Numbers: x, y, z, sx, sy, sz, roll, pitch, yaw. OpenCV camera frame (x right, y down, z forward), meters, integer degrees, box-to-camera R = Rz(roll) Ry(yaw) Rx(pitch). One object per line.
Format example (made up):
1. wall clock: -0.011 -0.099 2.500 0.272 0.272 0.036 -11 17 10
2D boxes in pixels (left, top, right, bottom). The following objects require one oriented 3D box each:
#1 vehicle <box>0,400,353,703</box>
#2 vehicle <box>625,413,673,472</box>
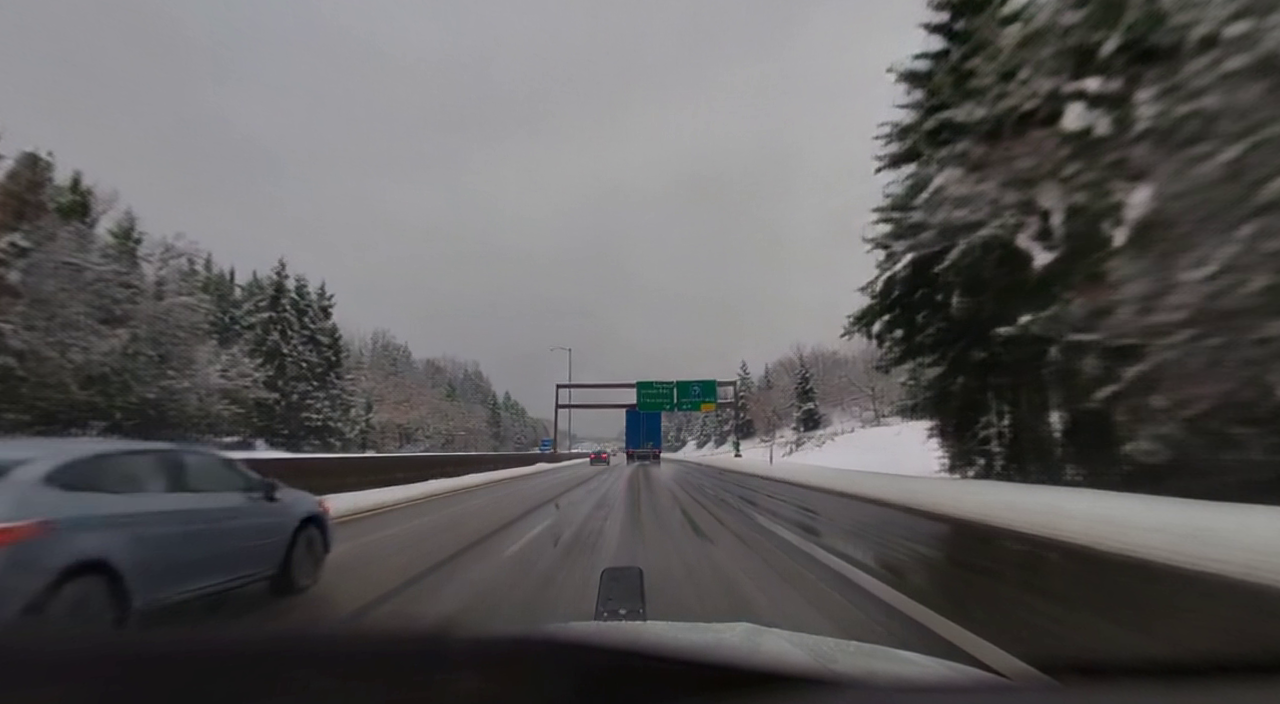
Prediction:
1. vehicle: -3.873 1.089 3.472 2.114 1.523 5.110 0 -9 1
2. vehicle: 0.441 6.337 43.727 2.893 3.628 9.081 0 -9 -2
